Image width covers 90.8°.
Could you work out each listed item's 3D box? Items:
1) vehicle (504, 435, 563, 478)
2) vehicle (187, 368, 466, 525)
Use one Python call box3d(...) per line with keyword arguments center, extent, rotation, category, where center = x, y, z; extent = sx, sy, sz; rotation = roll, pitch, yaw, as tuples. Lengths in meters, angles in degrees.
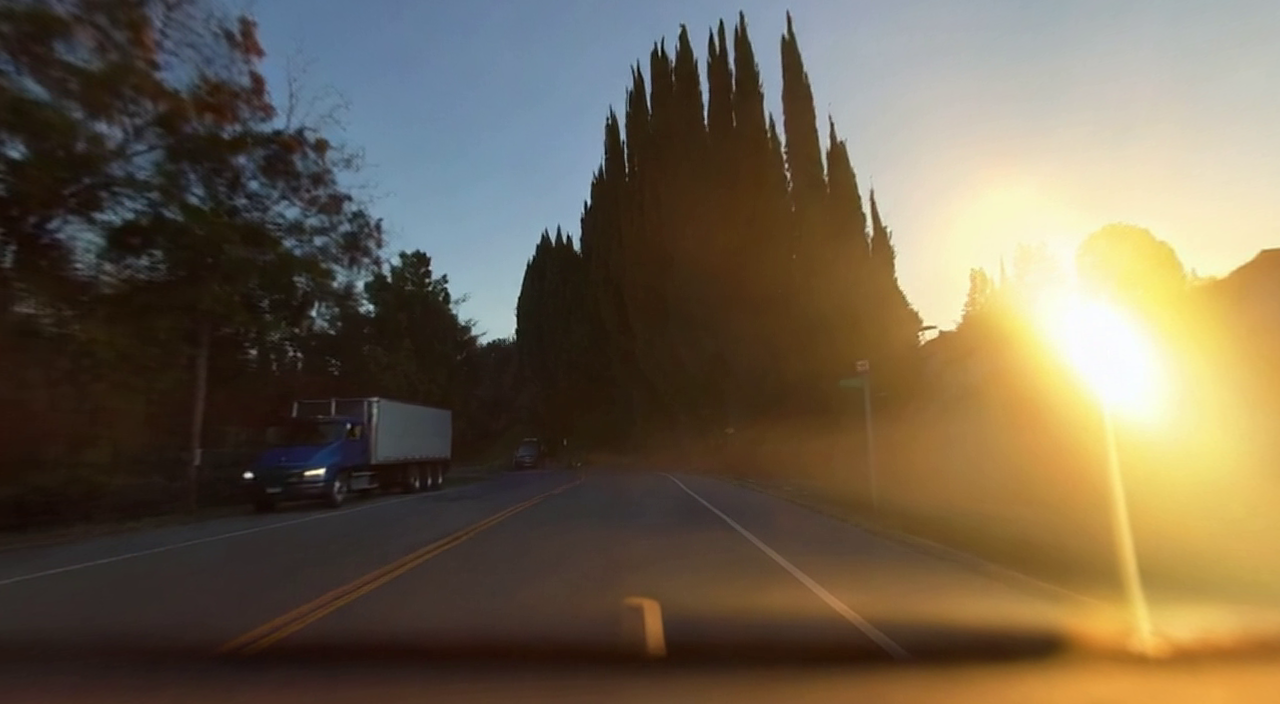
box3d(center=(-8.110, 8.021, 49.166), extent=(2.781, 3.039, 8.581), rotation=(0, -8, 2), category="vehicle")
box3d(center=(-8.160, 2.645, 18.755), extent=(2.905, 3.359, 10.168), rotation=(0, -7, 1), category="vehicle")
